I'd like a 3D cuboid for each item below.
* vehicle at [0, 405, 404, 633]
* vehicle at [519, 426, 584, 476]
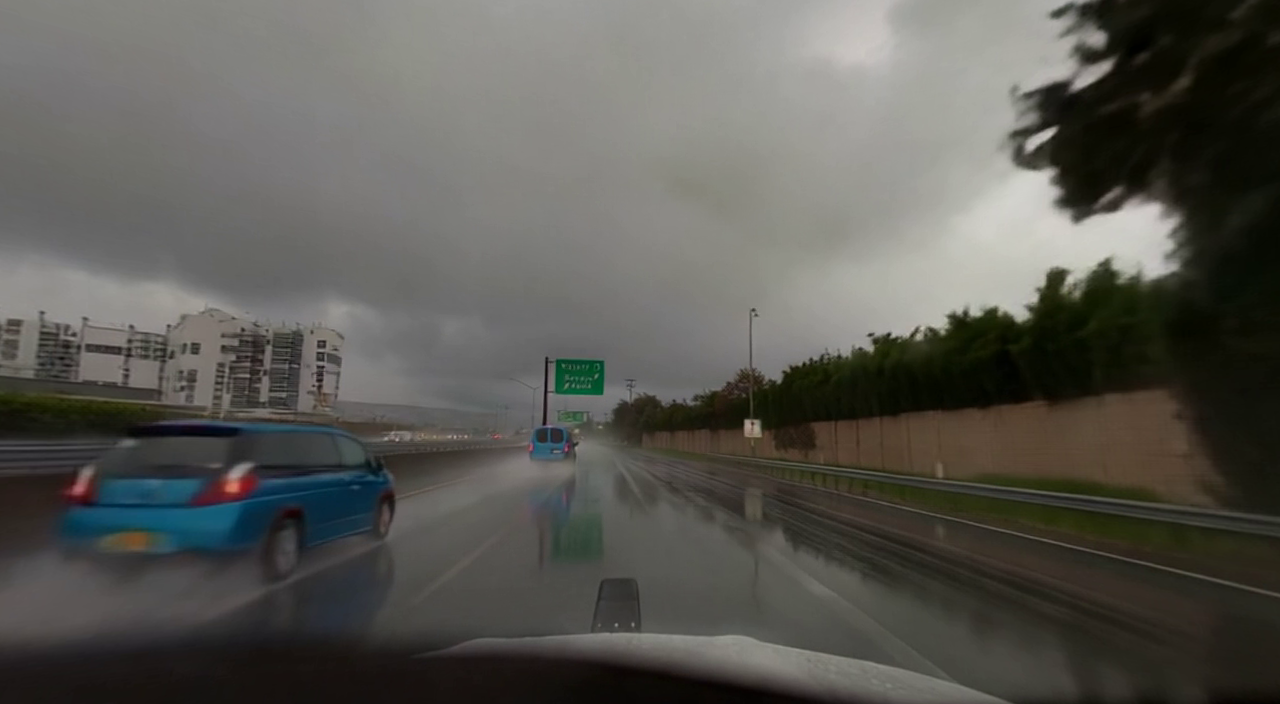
[{"bbox_3d":[-4.217,1.451,6.489,2.045,1.547,4.162,0,-8,-2],"label":"vehicle"},{"bbox_3d":[-3.682,4.217,27.045,2.260,1.901,4.665,0,-8,-1],"label":"vehicle"}]
